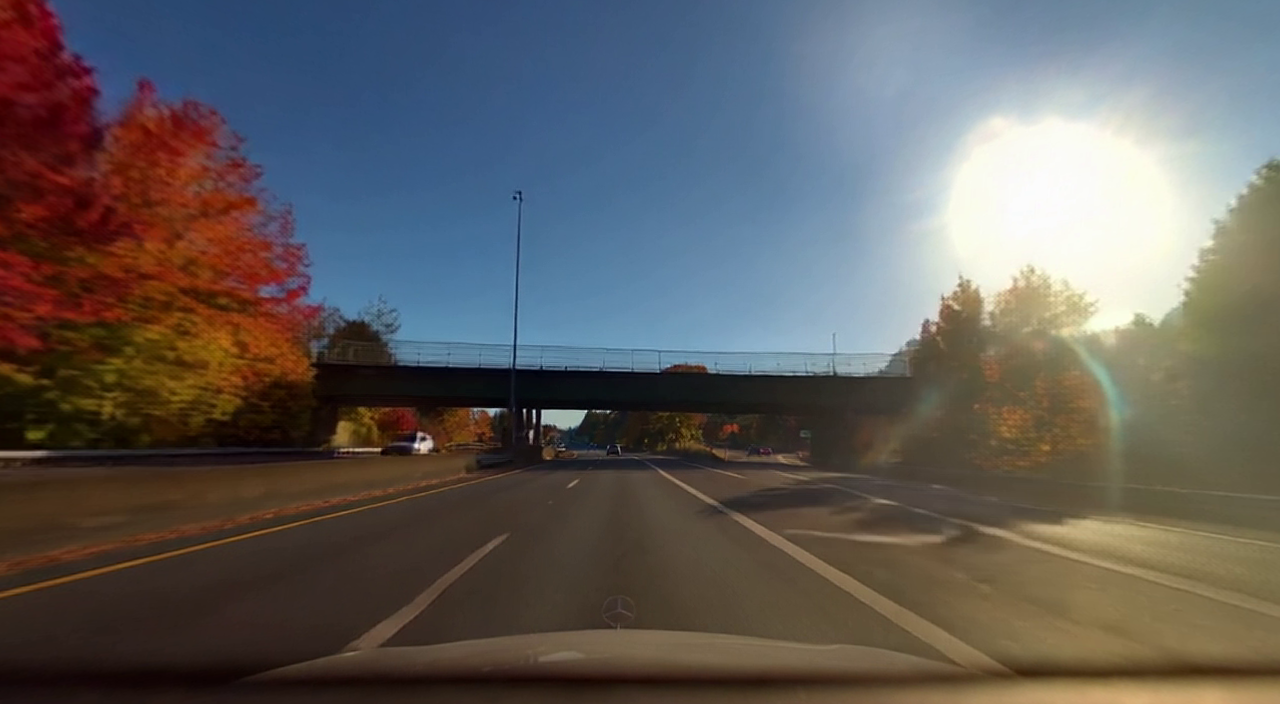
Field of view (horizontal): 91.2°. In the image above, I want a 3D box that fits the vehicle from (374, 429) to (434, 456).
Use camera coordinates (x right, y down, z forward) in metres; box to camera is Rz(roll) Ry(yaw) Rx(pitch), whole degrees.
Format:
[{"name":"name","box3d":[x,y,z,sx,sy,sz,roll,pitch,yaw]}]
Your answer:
[{"name":"vehicle","box3d":[-14.112,5.464,37.691,1.974,1.541,4.247,0,-9,-1]}]
